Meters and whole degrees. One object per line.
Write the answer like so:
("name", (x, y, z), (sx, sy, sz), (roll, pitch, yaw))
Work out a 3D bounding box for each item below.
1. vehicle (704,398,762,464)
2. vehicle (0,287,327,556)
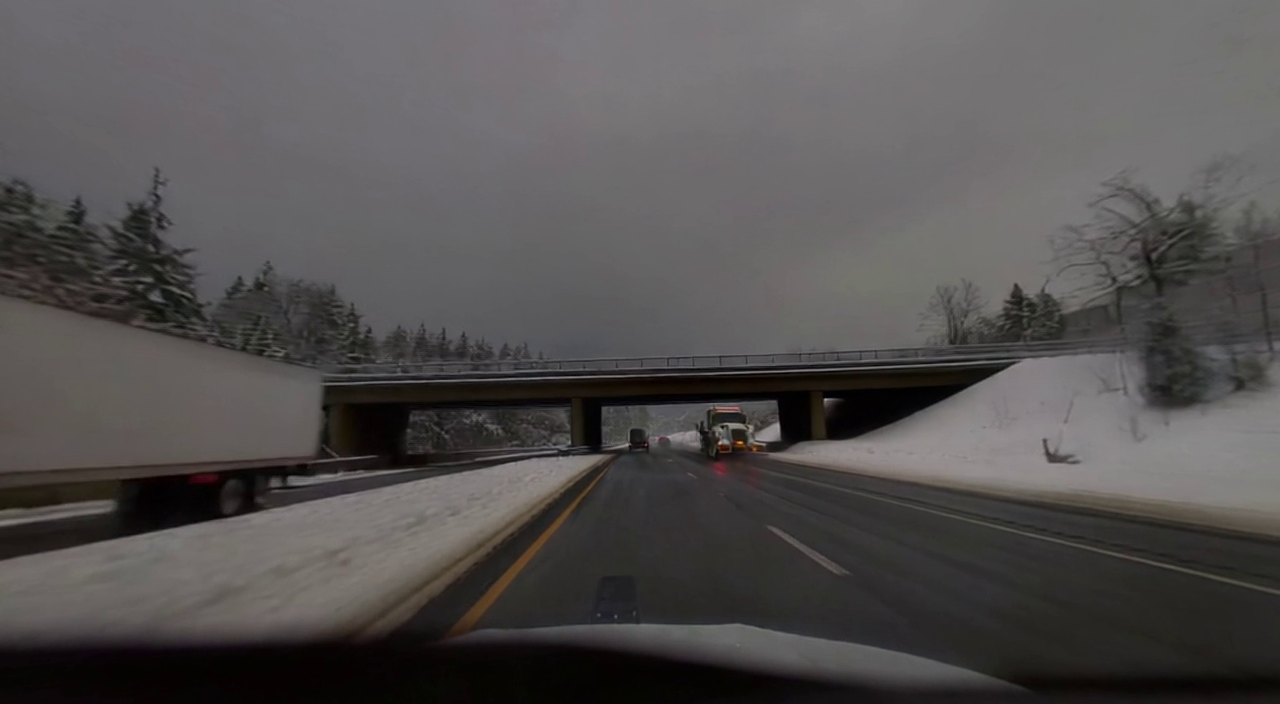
("vehicle", (5.788, 5.123, 40.351), (2.867, 3.751, 7.735), (-1, -8, 3))
("vehicle", (-10.898, 1.481, 12.446), (2.872, 3.937, 12.888), (0, -8, 0))
